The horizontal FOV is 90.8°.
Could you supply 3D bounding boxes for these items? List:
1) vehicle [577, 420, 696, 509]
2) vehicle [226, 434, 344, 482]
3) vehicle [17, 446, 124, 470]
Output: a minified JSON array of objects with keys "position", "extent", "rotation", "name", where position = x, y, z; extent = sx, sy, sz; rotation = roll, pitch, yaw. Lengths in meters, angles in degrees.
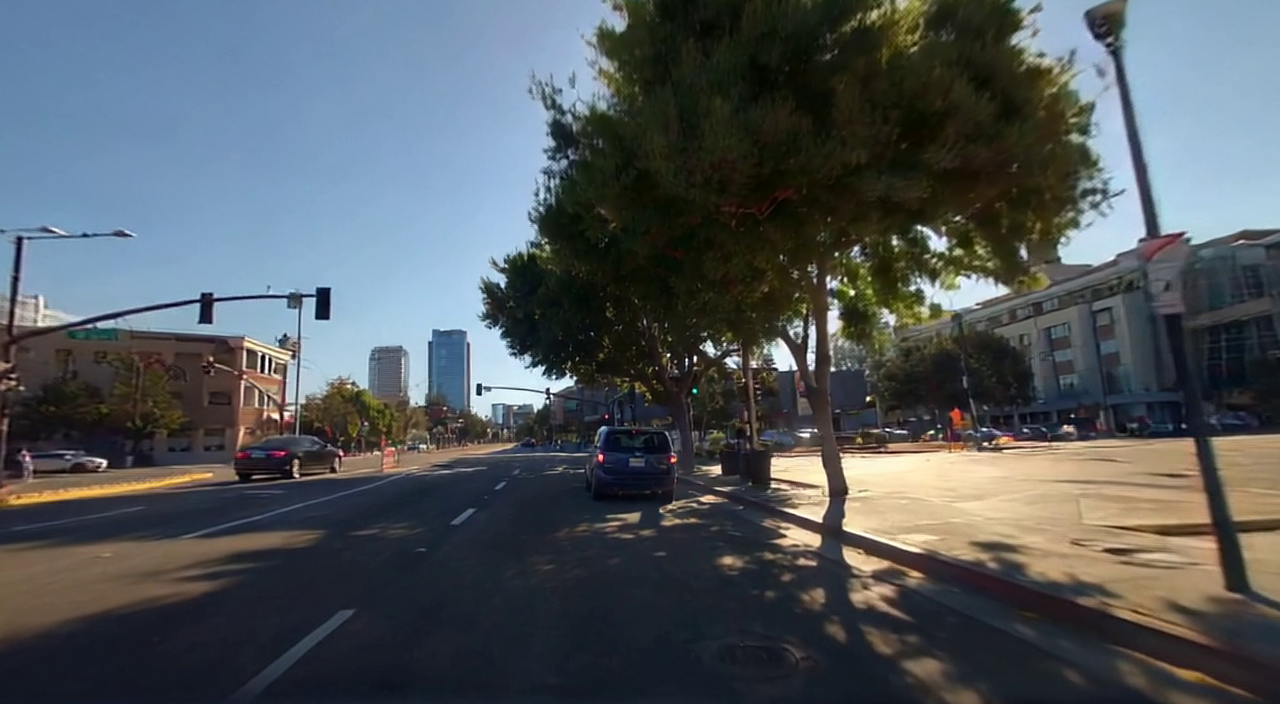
[{"position":[-0.263,2.485,14.406],"extent":[2.230,1.683,4.204],"rotation":[1,-8,-7],"name":"vehicle"},{"position":[-12.128,3.633,21.982],"extent":[1.924,1.458,4.448],"rotation":[1,-8,-7],"name":"vehicle"},{"position":[-36.604,6.818,40.718],"extent":[4.692,1.476,1.992],"rotation":[1,-8,-7],"name":"vehicle"}]
